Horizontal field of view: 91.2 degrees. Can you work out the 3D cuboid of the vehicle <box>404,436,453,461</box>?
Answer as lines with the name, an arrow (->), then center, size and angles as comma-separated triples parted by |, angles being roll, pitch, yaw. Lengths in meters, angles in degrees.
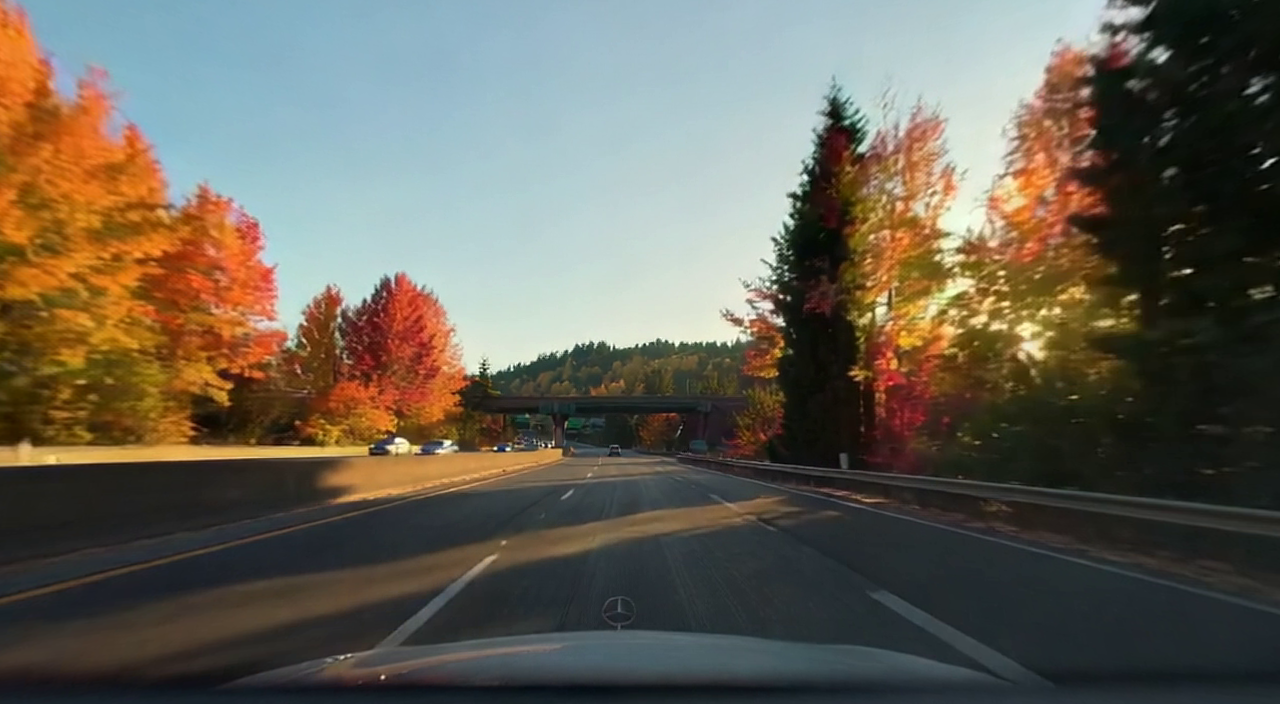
vehicle -> -13.642, 6.261, 40.590 | 1.881, 1.494, 3.879 | 1, -9, -2

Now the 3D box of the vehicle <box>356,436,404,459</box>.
vehicle -> -18.080, 6.671, 43.735 | 1.740, 1.476, 3.752 | 0, -9, -2
